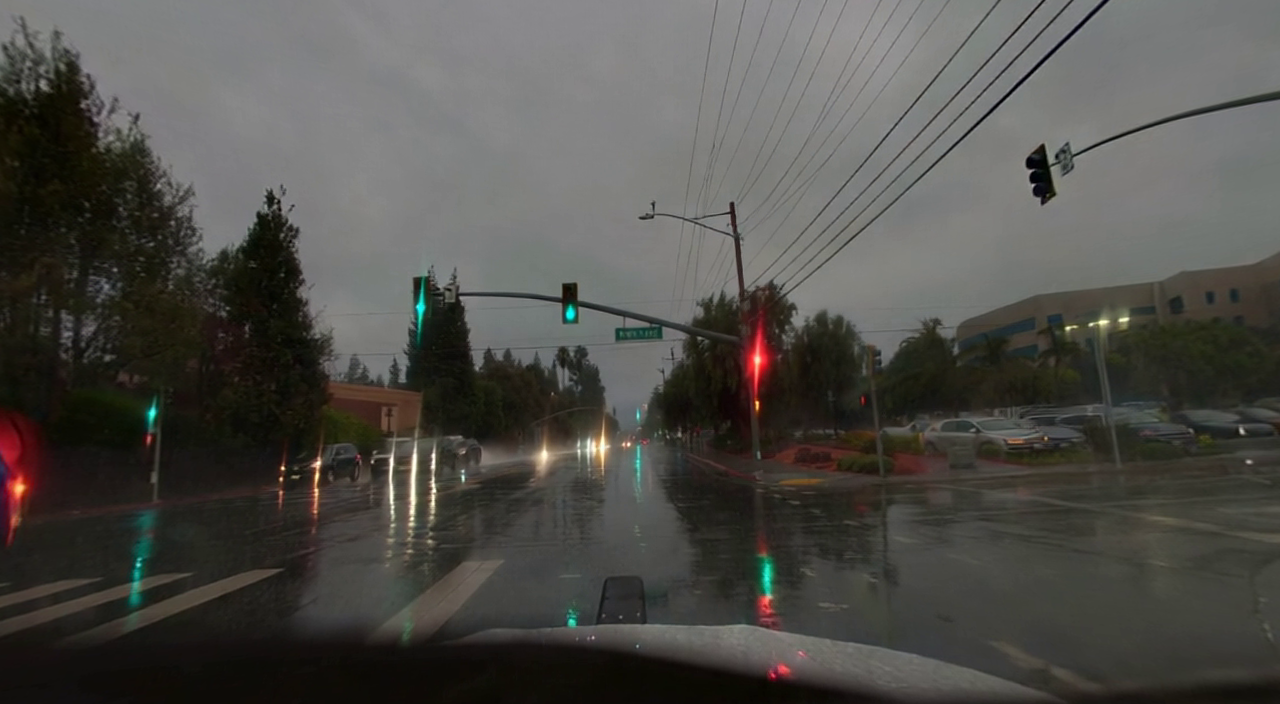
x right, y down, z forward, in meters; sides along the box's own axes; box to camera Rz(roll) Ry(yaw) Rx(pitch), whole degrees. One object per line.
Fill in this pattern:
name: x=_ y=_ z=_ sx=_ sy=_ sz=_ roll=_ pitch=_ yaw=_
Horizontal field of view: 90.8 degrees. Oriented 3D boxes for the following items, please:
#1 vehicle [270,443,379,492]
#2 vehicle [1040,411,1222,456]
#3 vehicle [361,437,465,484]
vehicle: x=-13.783 y=5.066 z=28.060 sx=2.306 sy=1.957 sz=4.968 roll=0 pitch=-9 yaw=-1
vehicle: x=16.942 y=2.902 z=22.117 sx=4.560 sy=1.453 sz=1.851 roll=-3 pitch=-9 yaw=18
vehicle: x=-10.162 y=4.925 z=28.983 sx=2.664 sy=1.940 sz=5.702 roll=0 pitch=-9 yaw=0
